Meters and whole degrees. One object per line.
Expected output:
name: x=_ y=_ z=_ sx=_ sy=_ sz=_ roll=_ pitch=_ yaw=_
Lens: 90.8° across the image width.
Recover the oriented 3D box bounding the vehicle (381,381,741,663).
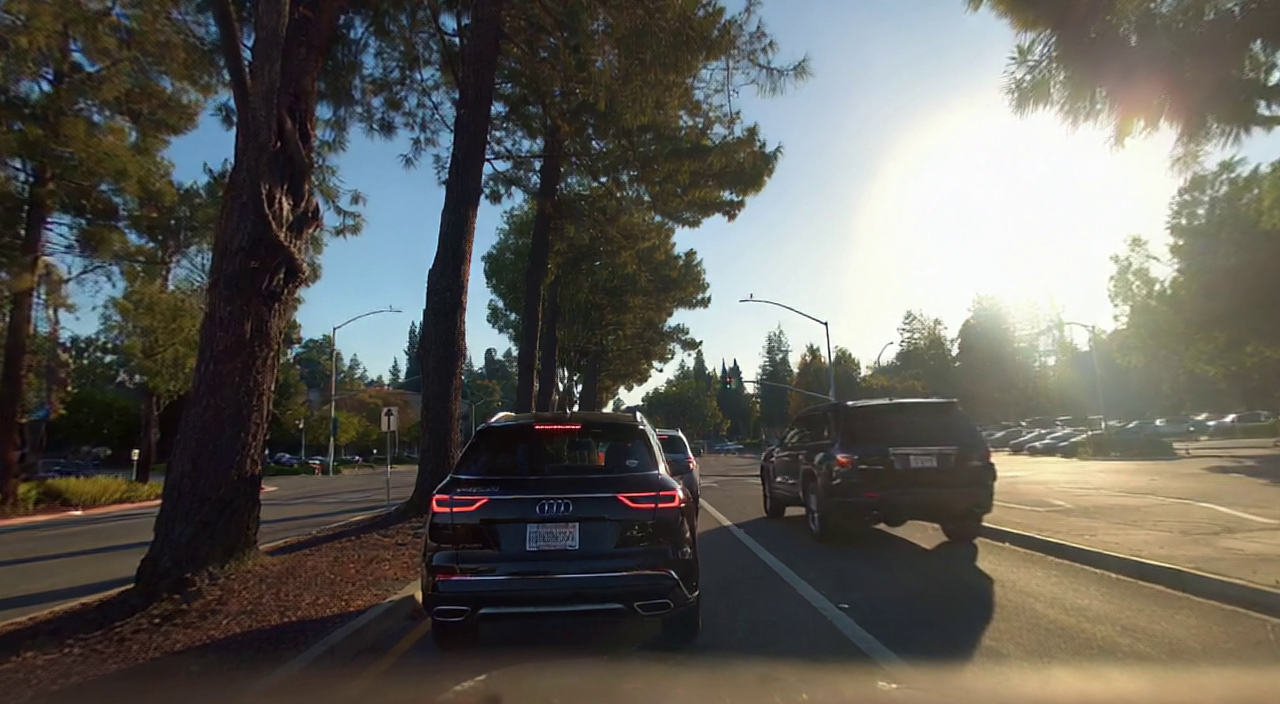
vehicle: x=-0.428 y=1.352 z=6.074 sx=2.201 sy=1.709 sz=4.271 roll=0 pitch=-9 yaw=2

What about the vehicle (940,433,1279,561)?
vehicle: x=6.615 y=2.005 z=9.566 sx=1.894 sy=1.445 sz=4.565 roll=0 pitch=-9 yaw=0

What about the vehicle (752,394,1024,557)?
vehicle: x=3.374 y=1.822 z=9.979 sx=2.200 sy=1.909 sz=4.853 roll=0 pitch=-9 yaw=-1
